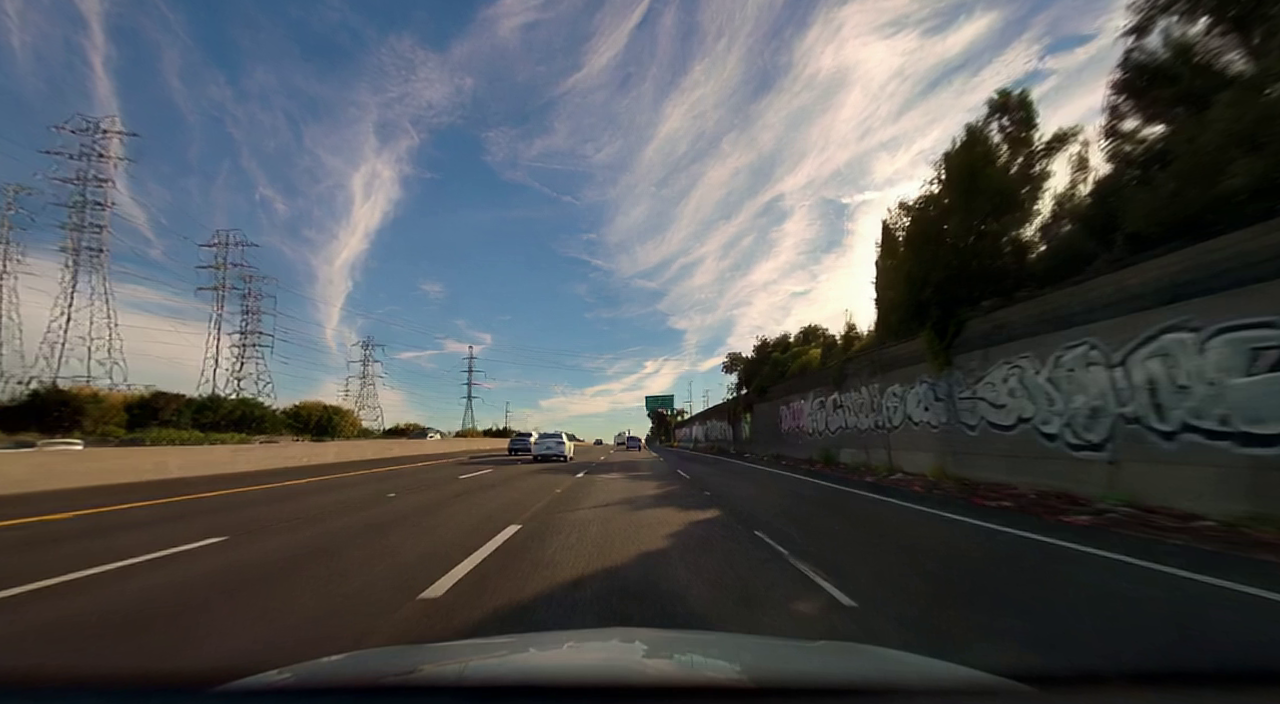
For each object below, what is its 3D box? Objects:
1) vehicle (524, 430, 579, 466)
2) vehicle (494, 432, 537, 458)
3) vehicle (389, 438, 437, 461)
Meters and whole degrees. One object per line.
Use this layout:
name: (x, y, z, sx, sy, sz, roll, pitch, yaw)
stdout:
vehicle: (-4.254, 4.660, 30.881, 2.118, 1.640, 4.031, 0, -8, 0)
vehicle: (-8.185, 6.137, 41.764, 2.033, 1.615, 4.168, 0, -8, 0)
vehicle: (-16.107, 6.878, 44.882, 1.929, 1.531, 4.100, 0, -8, 0)
